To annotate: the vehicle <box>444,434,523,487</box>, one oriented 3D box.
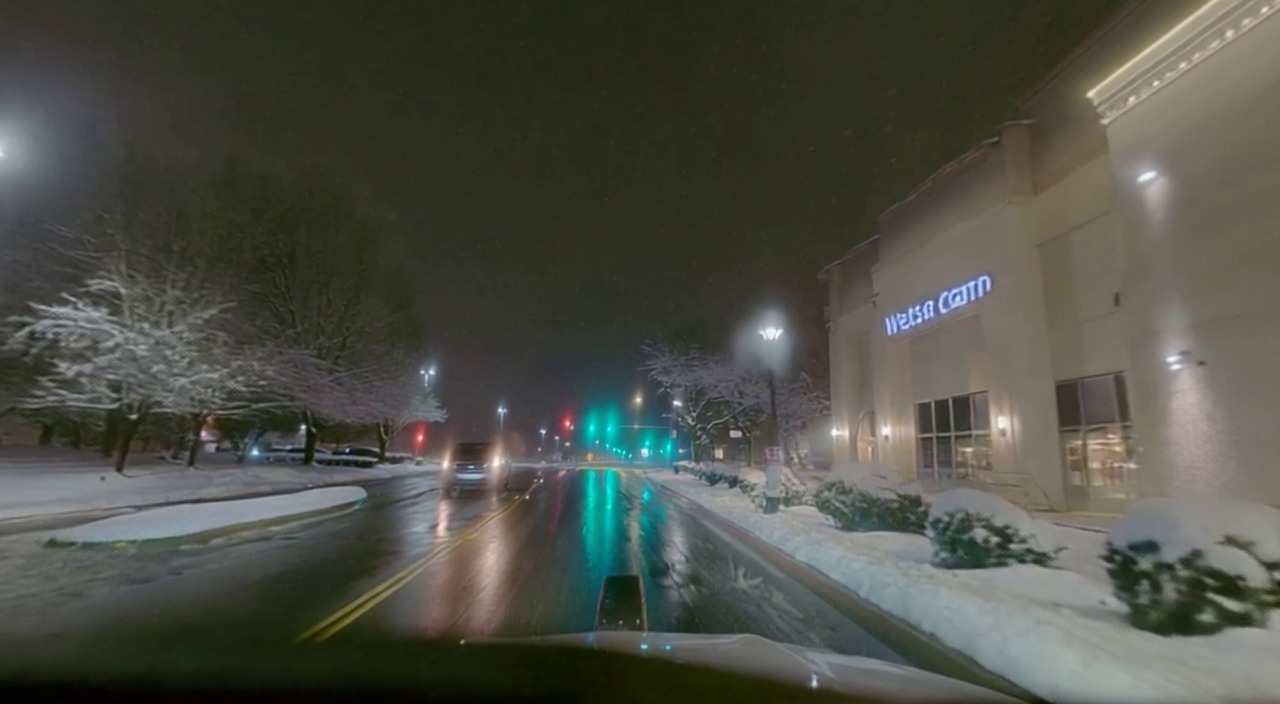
[{"bbox_3d":[-5.858,4.098,24.260,2.180,1.806,4.541,1,-9,-5],"label":"vehicle"}]
